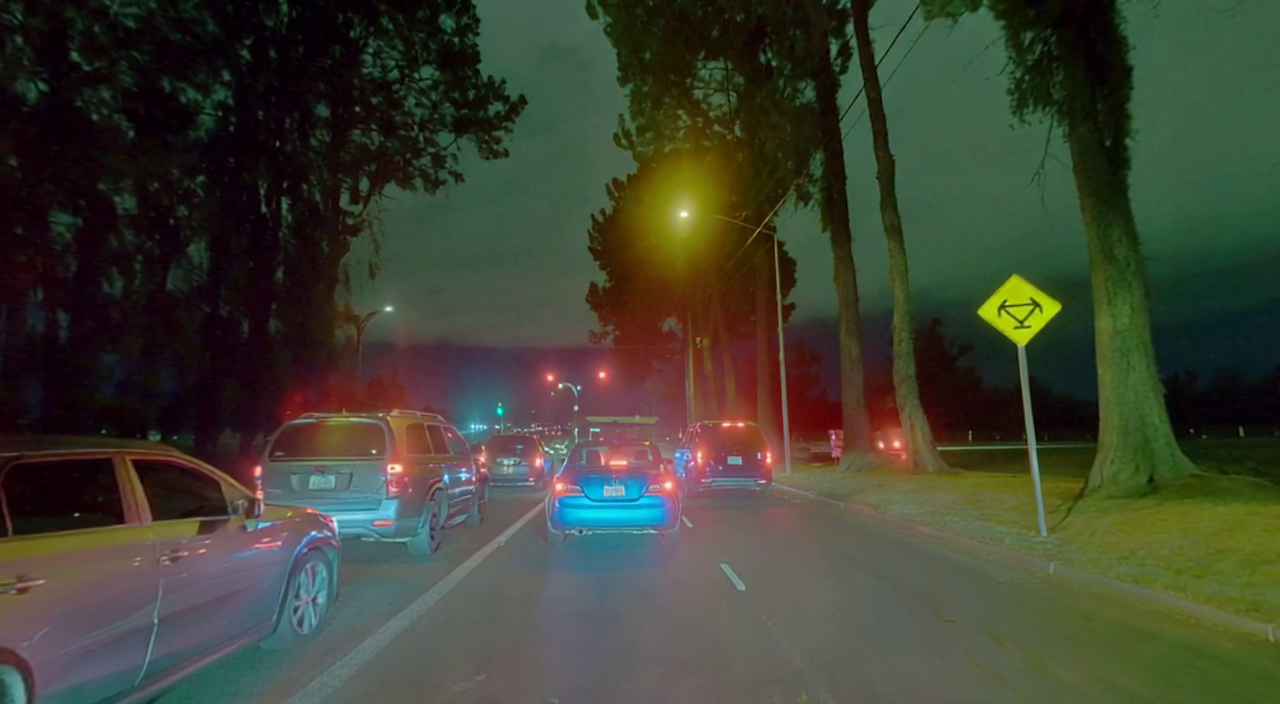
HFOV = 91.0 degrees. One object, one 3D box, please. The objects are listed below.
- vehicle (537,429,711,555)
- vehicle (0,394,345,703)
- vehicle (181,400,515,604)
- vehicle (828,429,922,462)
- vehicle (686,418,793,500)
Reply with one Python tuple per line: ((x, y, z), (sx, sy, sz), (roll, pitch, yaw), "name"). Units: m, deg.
((-0.244, 1.923, 9.350), (2.025, 1.453, 3.848), (0, -8, -2), "vehicle")
((-2.913, 0.837, 1.623), (1.974, 1.484, 4.716), (0, -8, 1), "vehicle")
((-2.886, 1.574, 7.454), (1.964, 1.712, 4.097), (0, -8, 0), "vehicle")
((11.395, 4.559, 30.693), (3.883, 1.534, 1.779), (0, -8, 2), "vehicle")
((2.463, 2.811, 16.870), (2.059, 1.864, 4.541), (0, -8, -1), "vehicle")
